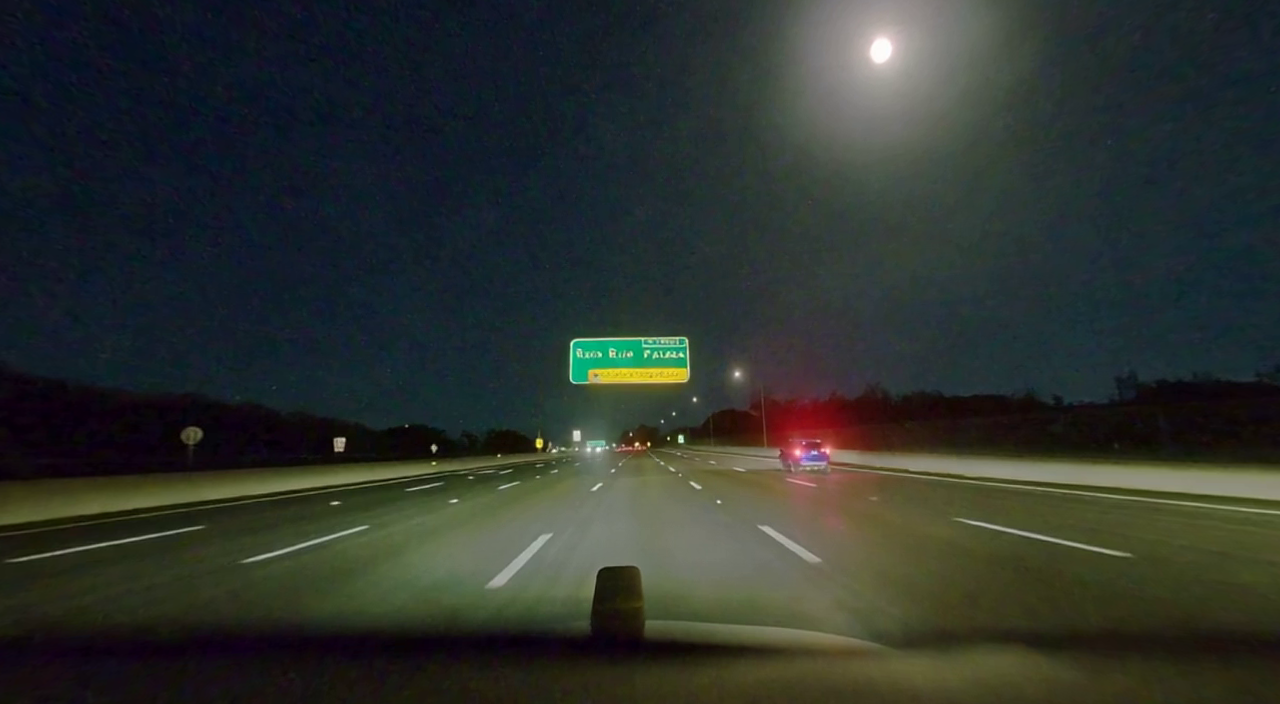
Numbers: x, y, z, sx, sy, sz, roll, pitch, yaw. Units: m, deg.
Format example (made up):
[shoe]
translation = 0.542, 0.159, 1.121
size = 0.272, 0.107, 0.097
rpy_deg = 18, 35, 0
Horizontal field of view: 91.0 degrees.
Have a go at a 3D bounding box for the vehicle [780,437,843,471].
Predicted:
[vehicle]
translation = 9.332, 5.599, 34.690
size = 2.091, 1.711, 4.383
rpy_deg = 0, -9, -2
